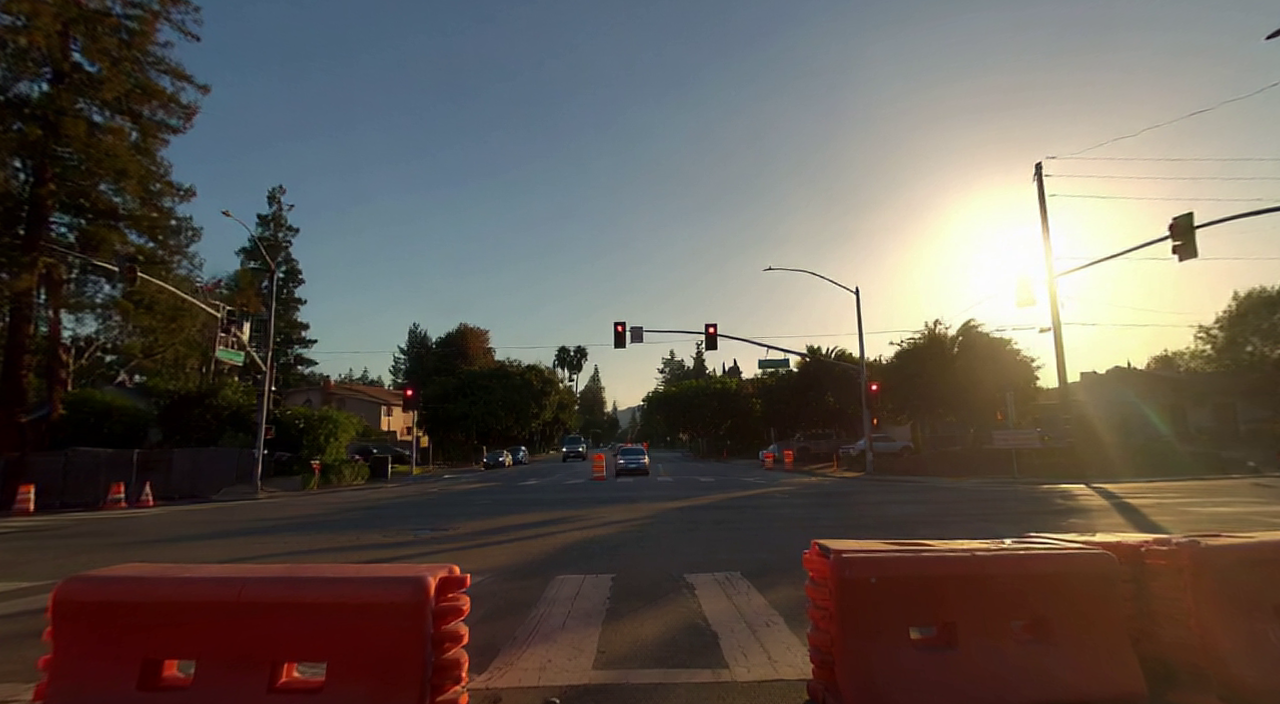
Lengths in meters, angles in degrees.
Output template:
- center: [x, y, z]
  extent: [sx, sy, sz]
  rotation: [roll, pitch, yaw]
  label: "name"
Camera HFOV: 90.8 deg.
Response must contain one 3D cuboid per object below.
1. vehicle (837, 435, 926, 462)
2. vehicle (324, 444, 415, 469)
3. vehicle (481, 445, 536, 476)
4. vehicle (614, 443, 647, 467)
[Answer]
- center: [15.331, 6.176, 40.324]
  extent: [4.892, 1.656, 1.856]
  rotation: [0, -8, 0]
  label: "vehicle"
- center: [-16.448, 6.372, 38.581]
  extent: [4.713, 1.409, 1.918]
  rotation: [0, -8, -2]
  label: "vehicle"
- center: [-6.647, 5.532, 32.375]
  extent: [1.881, 1.452, 4.121]
  rotation: [0, -8, 0]
  label: "vehicle"
- center: [-0.623, 6.797, 41.792]
  extent: [2.105, 1.457, 4.173]
  rotation: [0, -8, -1]
  label: "vehicle"
